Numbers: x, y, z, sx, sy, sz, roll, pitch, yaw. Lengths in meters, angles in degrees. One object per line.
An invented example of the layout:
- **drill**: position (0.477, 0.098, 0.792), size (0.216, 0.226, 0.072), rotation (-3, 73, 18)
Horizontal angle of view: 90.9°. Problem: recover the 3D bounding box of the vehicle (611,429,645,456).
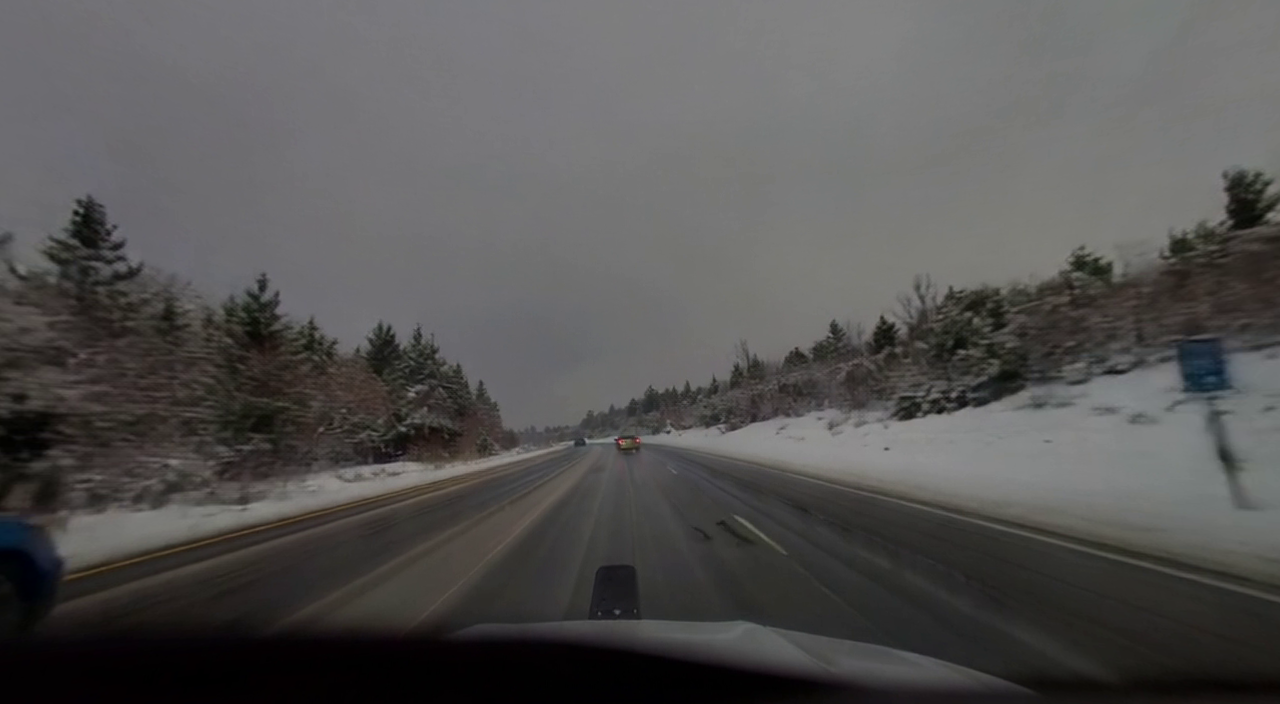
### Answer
- **vehicle**: position (-0.804, 5.798, 40.382), size (2.041, 1.618, 3.898), rotation (0, -8, -3)
